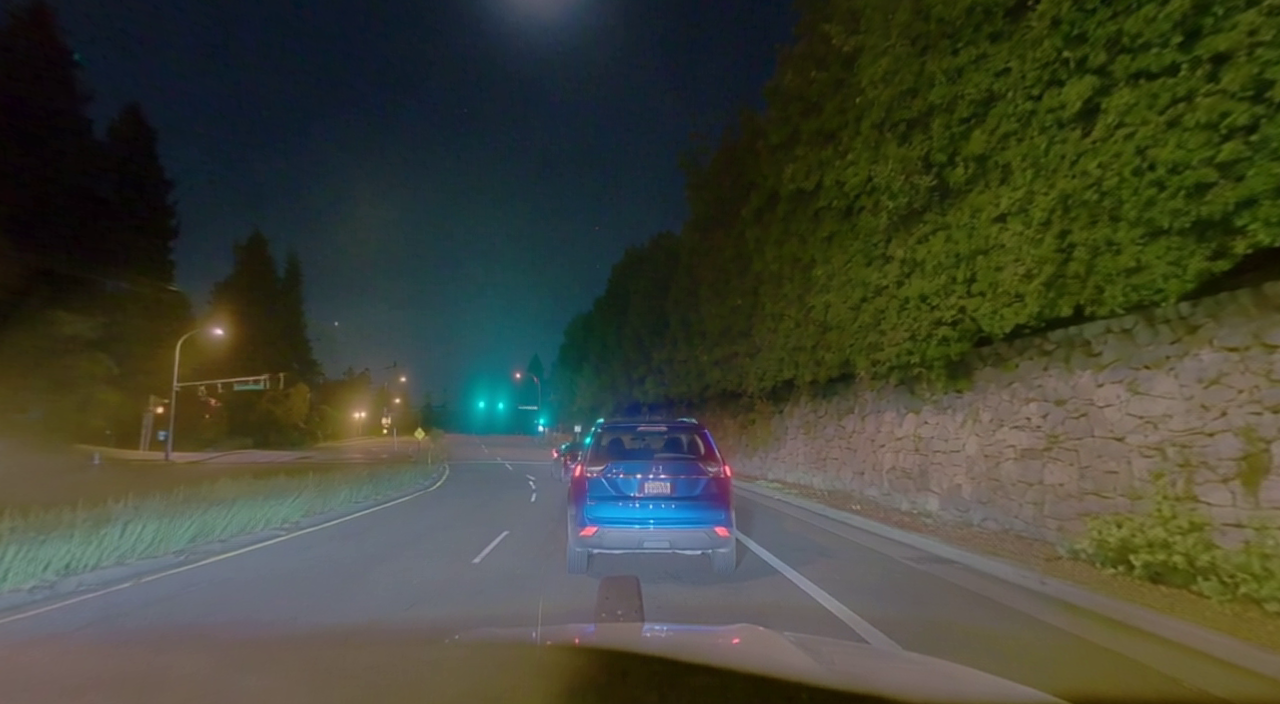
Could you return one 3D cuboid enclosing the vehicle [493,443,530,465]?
[{"bbox_3d":[-9.459,7.429,46.196,1.837,1.483,4.559,3,-9,-21],"label":"vehicle"}]

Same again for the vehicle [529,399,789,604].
[{"bbox_3d":[-0.007,1.614,7.745,2.287,1.762,4.269,1,-8,-5],"label":"vehicle"}]

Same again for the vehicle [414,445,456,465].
[{"bbox_3d":[-15.872,7.912,48.785,2.023,1.474,4.286,5,-10,-32],"label":"vehicle"}]
